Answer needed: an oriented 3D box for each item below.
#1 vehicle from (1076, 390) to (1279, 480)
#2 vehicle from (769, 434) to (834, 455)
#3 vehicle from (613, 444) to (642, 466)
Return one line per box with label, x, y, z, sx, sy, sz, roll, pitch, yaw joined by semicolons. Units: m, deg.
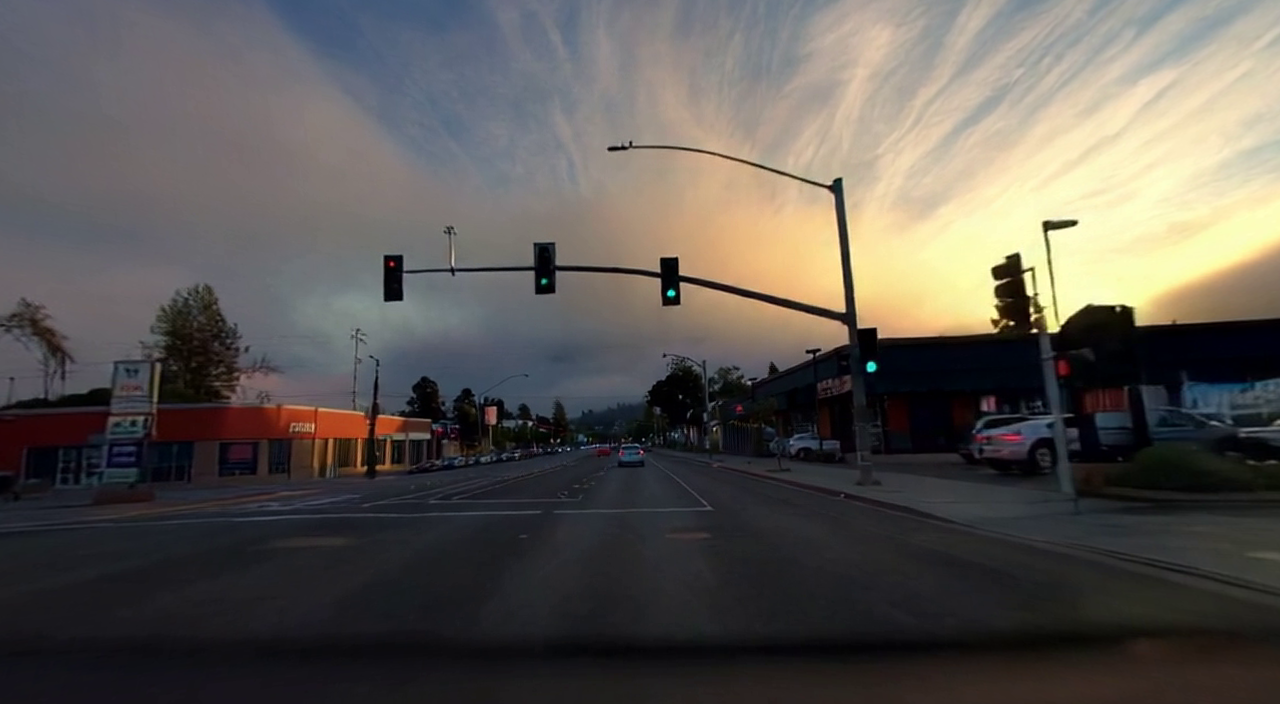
vehicle;12.885;1.837;13.963;4.852;1.805;2.155;0;-9;-1
vehicle;12.496;7.192;49.055;4.486;1.569;1.966;0;-9;-4
vehicle;-0.879;7.222;44.437;1.977;1.451;4.032;0;-8;-1
